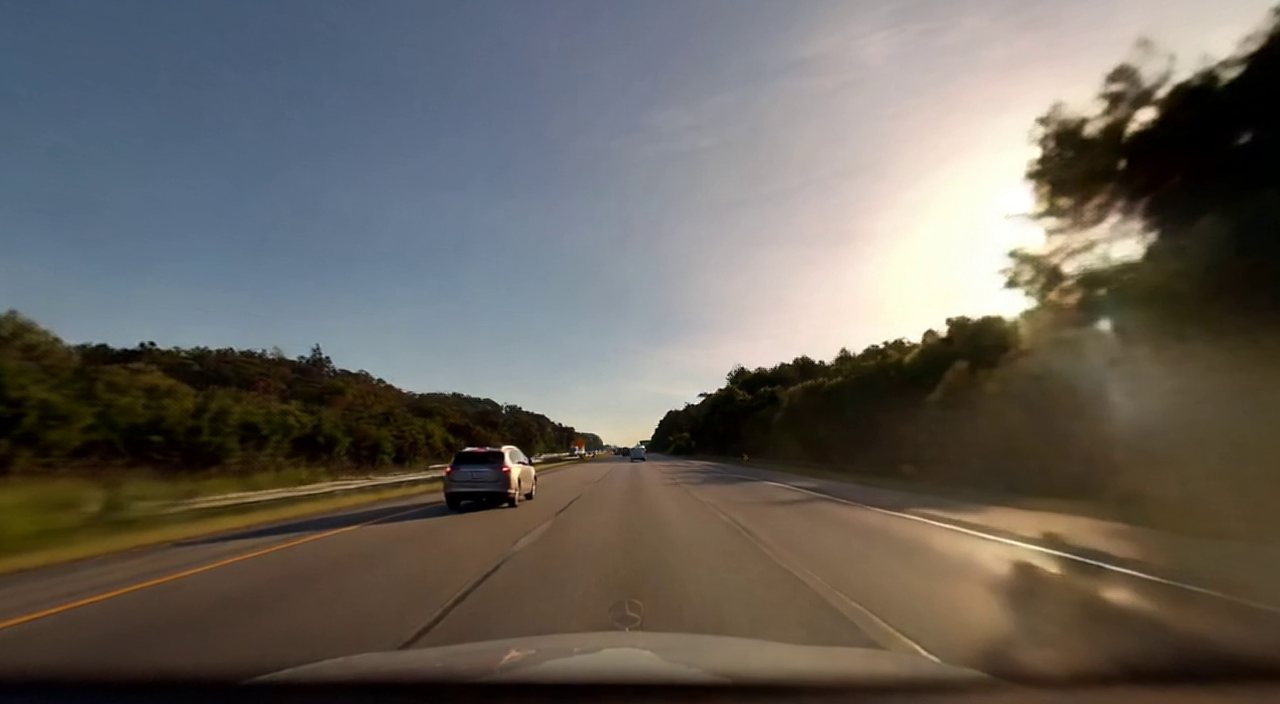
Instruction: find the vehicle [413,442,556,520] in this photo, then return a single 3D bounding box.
[{"bbox_3d":[-3.318,2.875,14.547,2.054,1.475,4.708,0,-9,0],"label":"vehicle"}]
